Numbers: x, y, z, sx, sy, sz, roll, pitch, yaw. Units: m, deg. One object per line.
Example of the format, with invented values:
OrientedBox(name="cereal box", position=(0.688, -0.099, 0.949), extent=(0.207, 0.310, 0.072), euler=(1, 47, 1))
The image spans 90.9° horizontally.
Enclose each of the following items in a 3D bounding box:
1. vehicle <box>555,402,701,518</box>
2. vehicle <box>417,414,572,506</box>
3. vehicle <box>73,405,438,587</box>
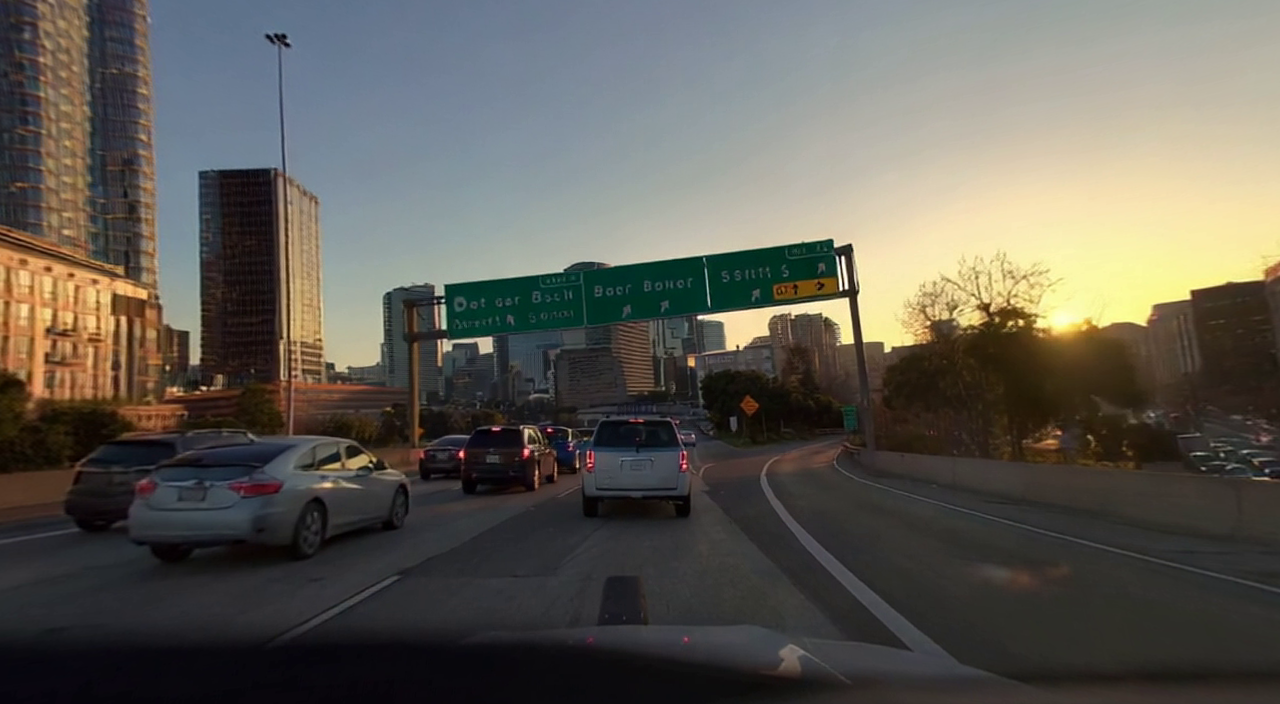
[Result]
OrientedBox(name="vehicle", position=(-0.153, 2.379, 14.337), extent=(2.616, 2.063, 5.933), euler=(0, -9, 1))
OrientedBox(name="vehicle", position=(-3.424, 2.731, 16.383), extent=(2.286, 1.931, 5.729), euler=(-1, -9, 4))
OrientedBox(name="vehicle", position=(-4.424, 1.711, 8.325), extent=(1.953, 1.729, 4.377), euler=(0, -9, 1))
